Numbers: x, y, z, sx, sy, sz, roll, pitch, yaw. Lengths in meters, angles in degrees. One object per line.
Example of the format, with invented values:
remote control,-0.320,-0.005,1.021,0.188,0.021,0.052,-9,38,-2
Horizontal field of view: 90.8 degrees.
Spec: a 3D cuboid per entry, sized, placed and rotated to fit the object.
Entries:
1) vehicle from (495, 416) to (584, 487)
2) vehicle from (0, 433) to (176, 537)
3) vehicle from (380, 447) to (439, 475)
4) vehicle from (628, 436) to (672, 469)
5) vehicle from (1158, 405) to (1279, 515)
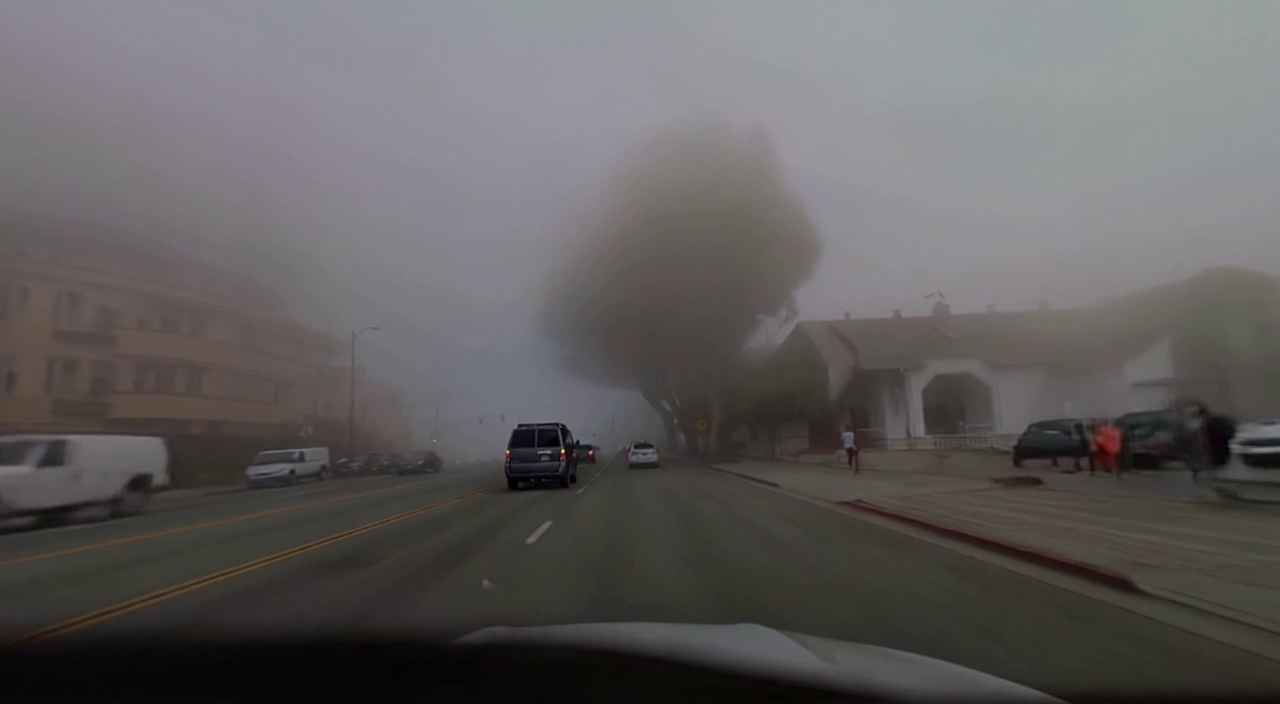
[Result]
vehicle,-3.228,3.353,21.485,2.213,2.123,5.124,0,-8,-1
vehicle,-12.712,2.683,13.275,2.159,1.860,5.004,0,-8,-1
vehicle,-13.792,6.498,38.113,2.055,1.546,5.019,1,-8,-4
vehicle,0.437,5.290,33.391,2.126,1.657,4.132,0,-8,-2
vehicle,10.034,1.438,8.387,2.194,1.521,4.686,0,-8,-3
